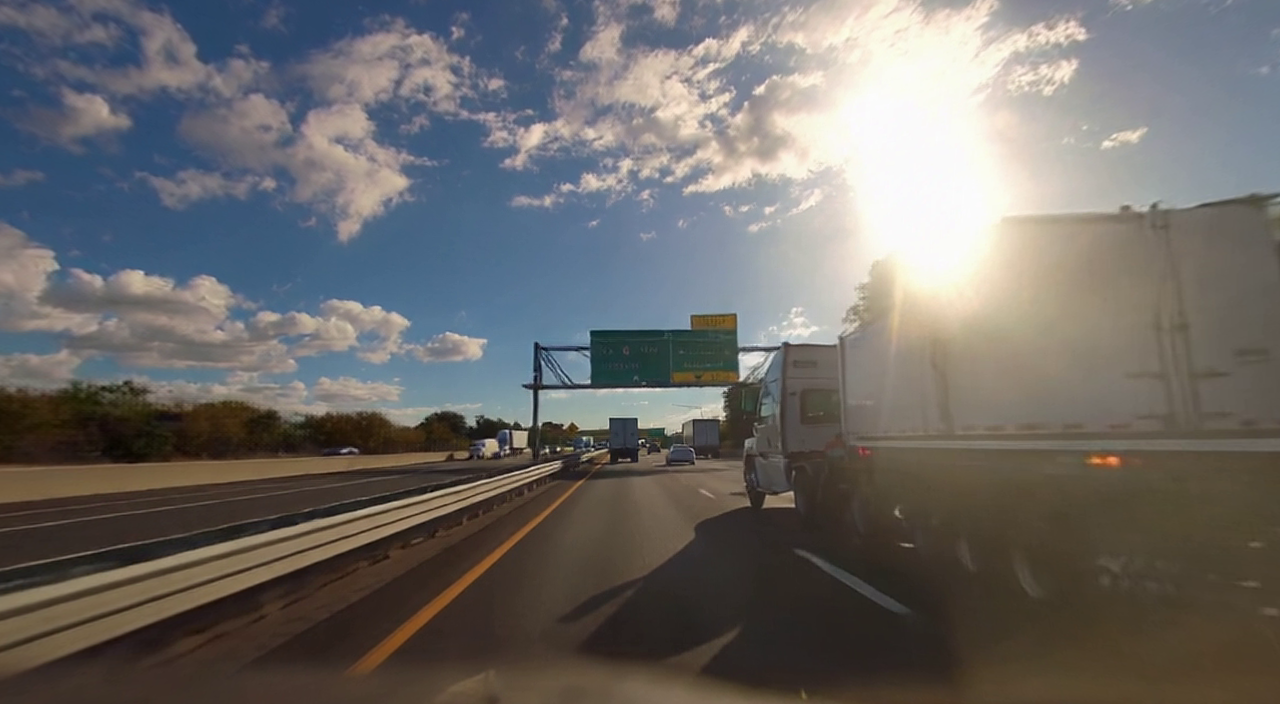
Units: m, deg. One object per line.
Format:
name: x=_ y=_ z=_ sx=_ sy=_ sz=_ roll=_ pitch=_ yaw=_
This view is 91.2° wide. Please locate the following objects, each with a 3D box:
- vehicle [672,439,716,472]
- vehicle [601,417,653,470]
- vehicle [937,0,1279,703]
vehicle: x=2.799 y=5.502 z=33.464 sx=2.127 sy=1.642 sz=3.899 roll=-1 pitch=-9 yaw=2
vehicle: x=-0.644 y=5.294 z=36.055 sx=2.506 sy=2.743 sz=6.093 roll=-1 pitch=-9 yaw=3
vehicle: x=3.898 y=-0.423 z=0.691 sx=2.816 sy=4.086 sz=8.486 roll=0 pitch=-9 yaw=0
